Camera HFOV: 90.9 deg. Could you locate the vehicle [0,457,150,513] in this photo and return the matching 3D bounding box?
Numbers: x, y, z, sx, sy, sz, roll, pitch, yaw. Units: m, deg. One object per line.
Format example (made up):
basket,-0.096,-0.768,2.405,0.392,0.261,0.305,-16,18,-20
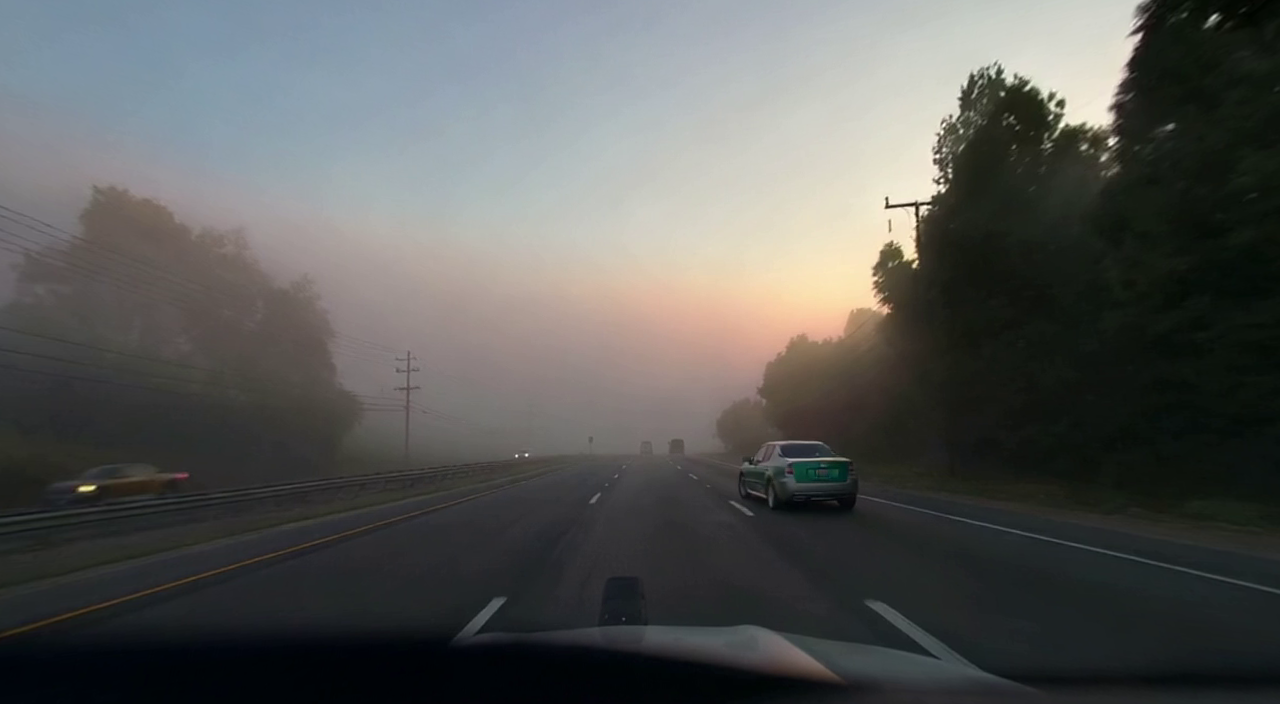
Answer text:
vehicle,-20.334,4.640,22.512,1.944,1.657,4.518,0,-8,1
